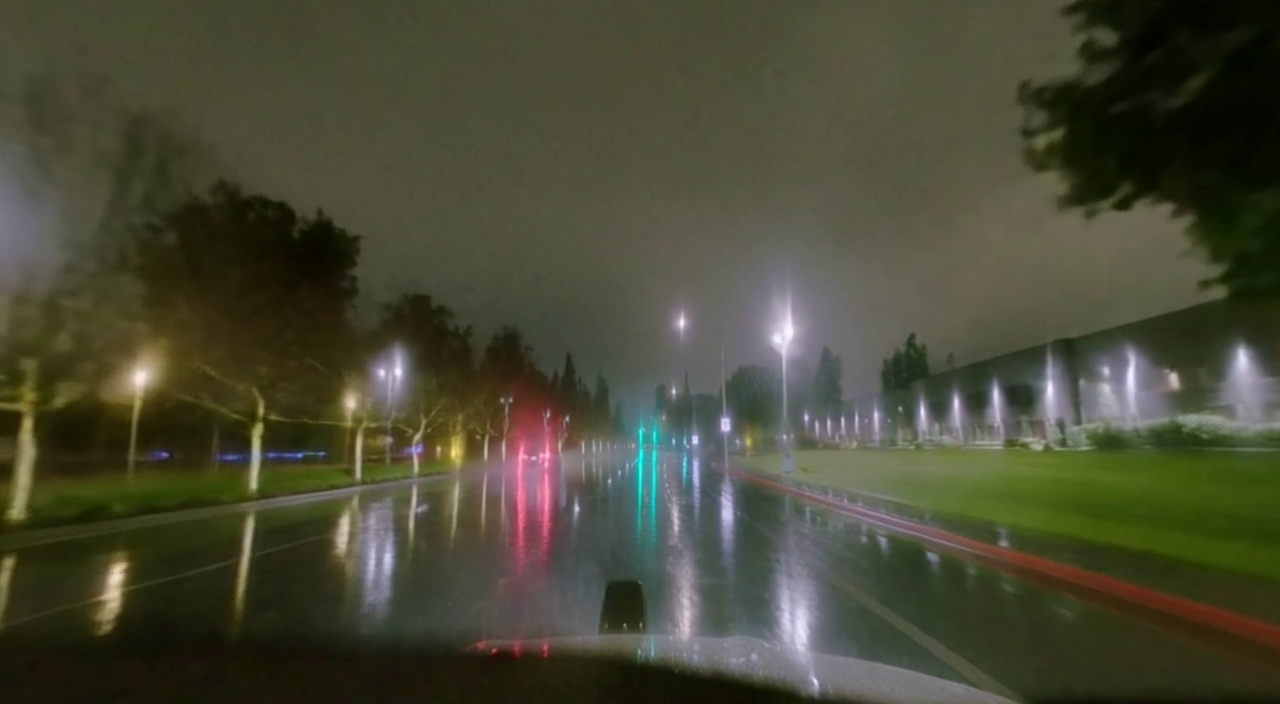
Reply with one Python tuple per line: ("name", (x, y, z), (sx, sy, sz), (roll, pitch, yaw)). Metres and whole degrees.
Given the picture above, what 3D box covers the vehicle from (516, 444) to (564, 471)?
("vehicle", (-5.865, 6.217, 37.439), (1.945, 1.461, 4.605), (0, -8, 2))
